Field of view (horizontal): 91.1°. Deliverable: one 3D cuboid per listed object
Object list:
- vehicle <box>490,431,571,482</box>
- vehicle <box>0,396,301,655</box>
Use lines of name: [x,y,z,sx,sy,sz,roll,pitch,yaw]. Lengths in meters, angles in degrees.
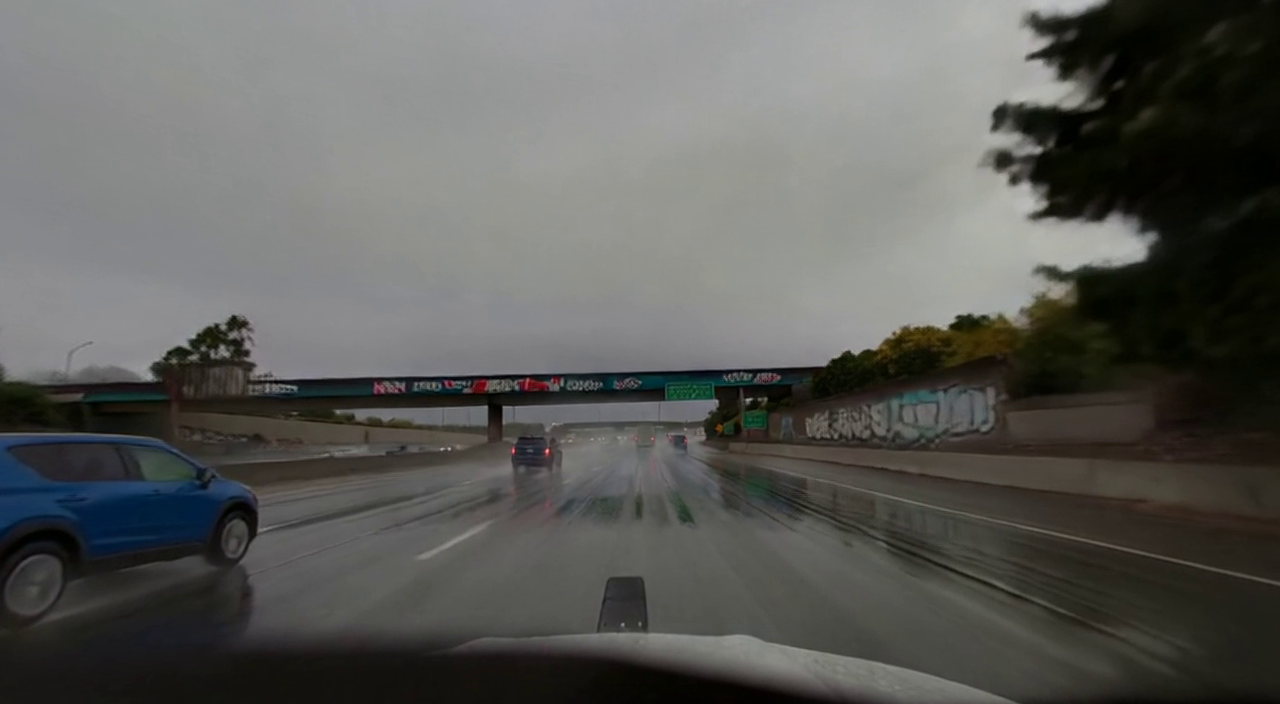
vehicle: [-3.940,3.867,23.455,2.154,1.693,4.394,0,-8,1]
vehicle: [-5.095,1.338,5.571,1.969,1.633,3.962,0,-8,-1]
